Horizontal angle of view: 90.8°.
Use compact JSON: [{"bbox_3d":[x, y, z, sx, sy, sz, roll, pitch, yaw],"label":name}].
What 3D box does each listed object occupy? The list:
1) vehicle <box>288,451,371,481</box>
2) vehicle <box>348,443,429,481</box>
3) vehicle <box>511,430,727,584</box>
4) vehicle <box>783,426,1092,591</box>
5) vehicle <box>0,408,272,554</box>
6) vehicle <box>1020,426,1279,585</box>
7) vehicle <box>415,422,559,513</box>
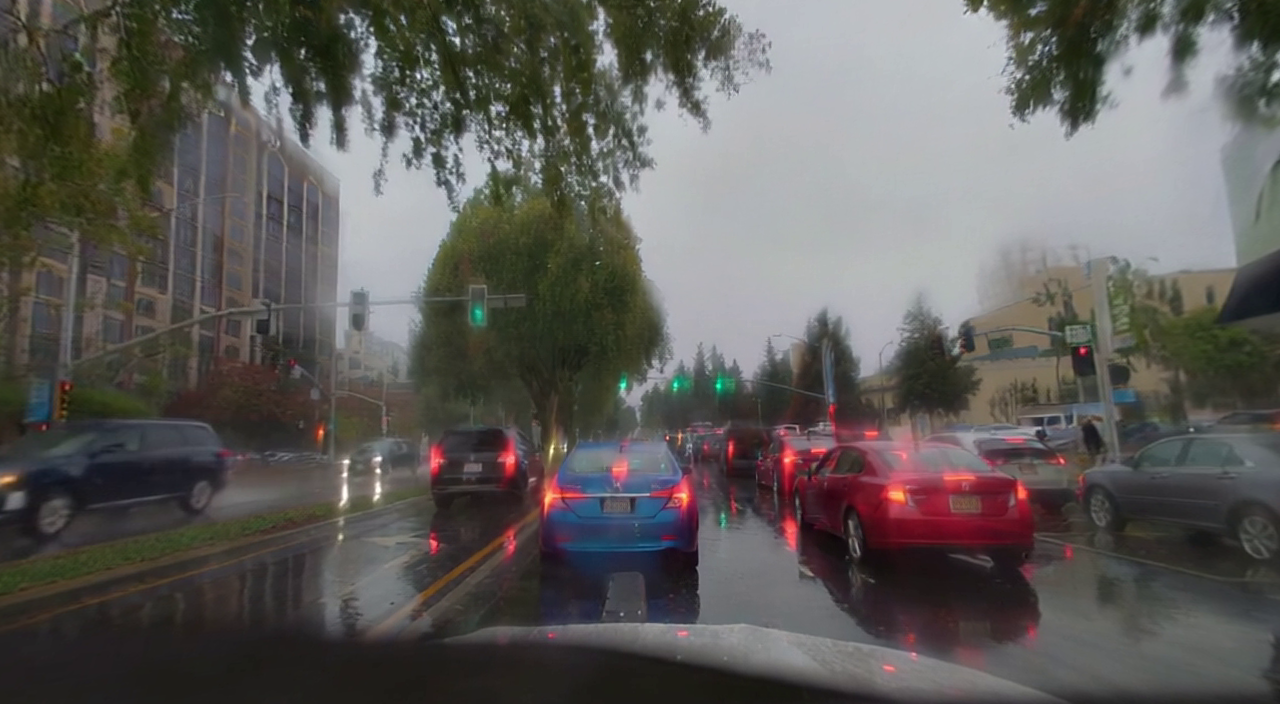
[{"bbox_3d":[-19.489,7.120,39.743,1.898,1.671,4.238,-8,-12,44],"label":"vehicle"},{"bbox_3d":[-12.008,5.240,30.465,1.959,1.704,4.410,0,-8,2],"label":"vehicle"},{"bbox_3d":[-0.181,1.800,8.165,2.098,1.477,3.897,0,-8,1],"label":"vehicle"},{"bbox_3d":[3.235,1.759,8.001,2.020,1.513,4.120,0,-8,2],"label":"vehicle"},{"bbox_3d":[-8.741,2.031,10.661,2.140,1.892,4.689,0,-8,1],"label":"vehicle"},{"bbox_3d":[7.148,1.731,7.824,2.004,1.508,4.646,0,-8,0],"label":"vehicle"},{"bbox_3d":[-3.434,2.714,15.417,2.160,1.823,5.115,0,-8,1],"label":"vehicle"}]
